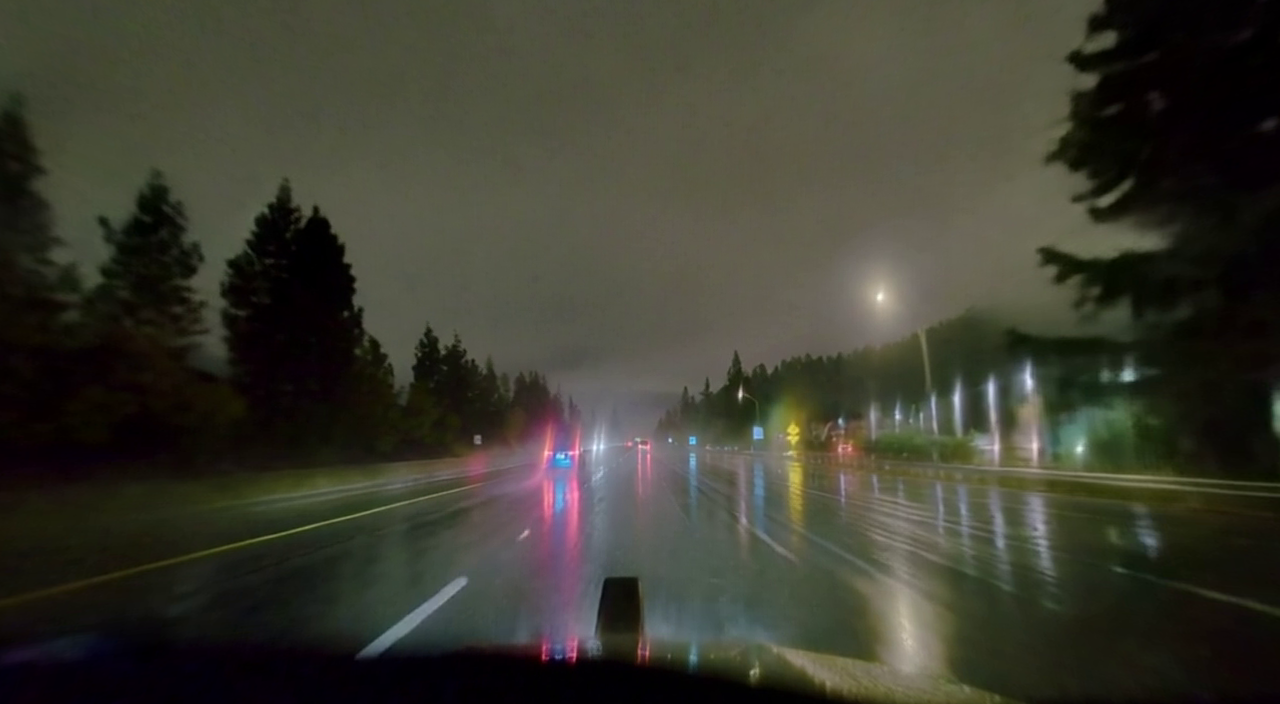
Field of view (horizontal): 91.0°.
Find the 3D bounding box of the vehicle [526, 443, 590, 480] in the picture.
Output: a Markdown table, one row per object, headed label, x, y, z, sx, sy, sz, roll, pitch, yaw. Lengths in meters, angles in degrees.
| label | x | y | z | sx | sy | sz | roll | pitch | yaw |
| --- | --- | --- | --- | --- | --- | --- | --- | --- | --- |
| vehicle | -3.549 | 4.841 | 28.109 | 2.162 | 1.493 | 4.583 | 0 | -9 | 1 |
